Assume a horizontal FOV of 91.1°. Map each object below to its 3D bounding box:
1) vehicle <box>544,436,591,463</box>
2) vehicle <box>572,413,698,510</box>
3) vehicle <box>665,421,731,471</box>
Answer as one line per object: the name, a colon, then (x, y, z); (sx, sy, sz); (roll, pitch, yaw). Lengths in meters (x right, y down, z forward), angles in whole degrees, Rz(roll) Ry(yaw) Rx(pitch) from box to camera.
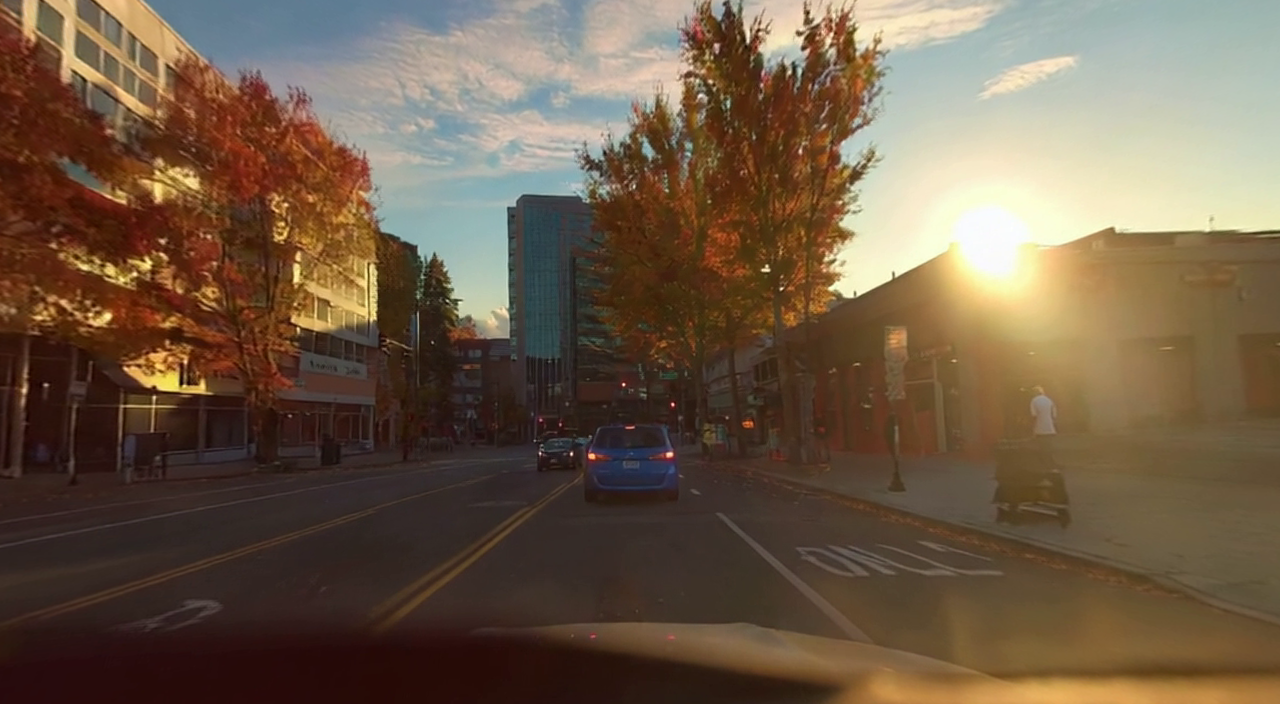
vehicle: (-4.032, 5.498, 35.663); (2.096, 1.415, 4.515); (0, -8, 0)
vehicle: (-0.127, 2.262, 13.495); (2.274, 1.736, 4.083); (0, -8, -1)
vehicle: (2.428, 4.080, 27.502); (2.147, 1.968, 4.478); (1, -8, -4)
